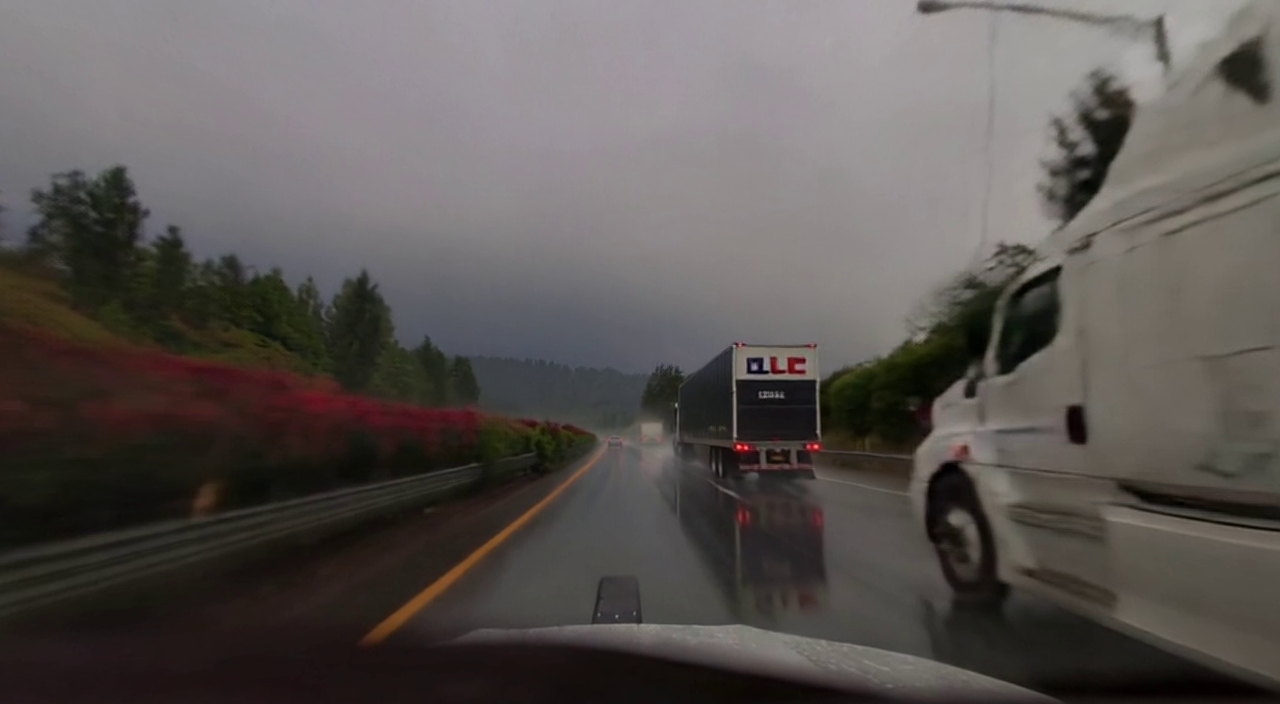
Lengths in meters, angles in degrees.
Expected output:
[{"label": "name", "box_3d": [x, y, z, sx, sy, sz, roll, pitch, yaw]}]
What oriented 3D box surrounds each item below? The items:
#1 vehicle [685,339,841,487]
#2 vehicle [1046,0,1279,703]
[{"label": "vehicle", "box_3d": [3.867, 2.637, 24.461, 2.871, 4.072, 14.183, 0, -8, -1]}, {"label": "vehicle", "box_3d": [3.882, -0.578, 0.390, 3.029, 3.947, 5.924, 0, -8, -1]}]
